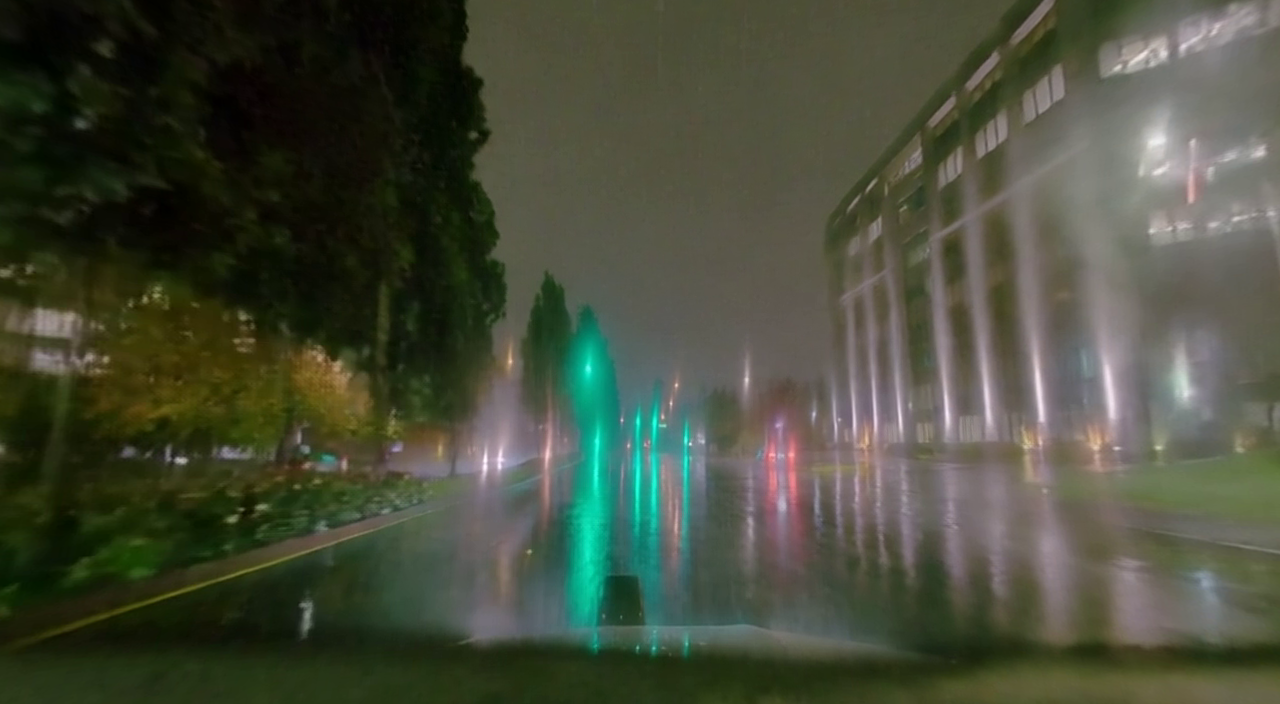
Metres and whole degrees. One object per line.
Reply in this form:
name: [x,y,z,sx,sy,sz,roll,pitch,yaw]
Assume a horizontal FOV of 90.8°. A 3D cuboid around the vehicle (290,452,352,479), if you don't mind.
vehicle: [-22.165,7.874,44.122,1.990,1.650,4.617,0,-8,-1]
